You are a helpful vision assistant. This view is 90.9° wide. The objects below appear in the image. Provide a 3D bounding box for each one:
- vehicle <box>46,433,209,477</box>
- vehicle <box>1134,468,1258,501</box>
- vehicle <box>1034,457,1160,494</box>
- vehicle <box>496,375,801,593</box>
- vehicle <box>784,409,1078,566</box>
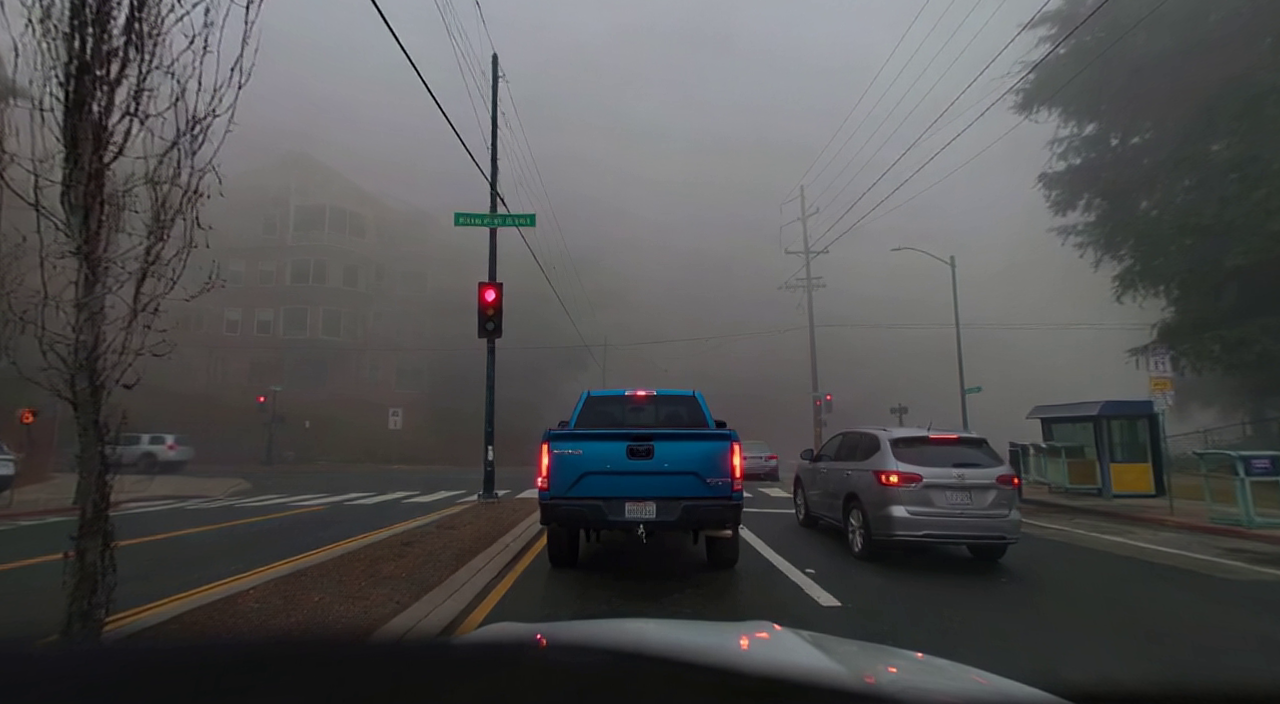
[{"bbox_3d":[-21.460,4.331,26.546,5.043,1.766,1.980,0,-9,-1],"label":"vehicle"},{"bbox_3d":[26.384,6.284,29.999,4.071,1.388,1.884,0,-8,1],"label":"vehicle"},{"bbox_3d":[21.791,5.893,30.177,4.498,1.618,1.843,0,-8,0],"label":"vehicle"},{"bbox_3d":[0.106,1.559,8.300,2.738,1.959,5.070,0,-8,1],"label":"vehicle"},{"bbox_3d":[3.845,1.887,9.579,2.131,1.759,4.762,0,-8,-1],"label":"vehicle"}]
